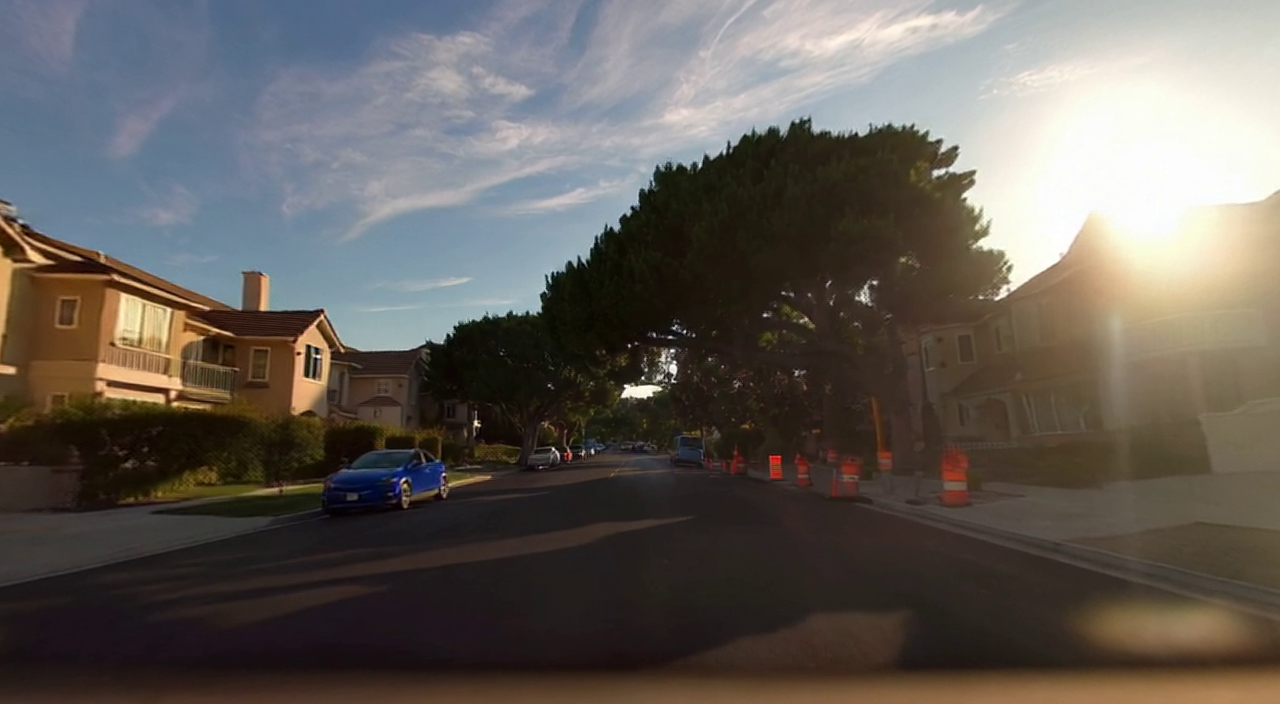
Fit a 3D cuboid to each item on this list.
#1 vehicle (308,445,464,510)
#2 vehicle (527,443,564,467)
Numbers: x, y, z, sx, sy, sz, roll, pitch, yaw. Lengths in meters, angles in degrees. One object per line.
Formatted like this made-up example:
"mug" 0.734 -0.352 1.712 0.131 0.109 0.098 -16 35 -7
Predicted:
"vehicle" -6.476 3.232 16.775 2.137 1.481 4.503 0 -9 2
"vehicle" -6.562 7.184 44.119 1.957 1.608 4.476 0 -9 -1
